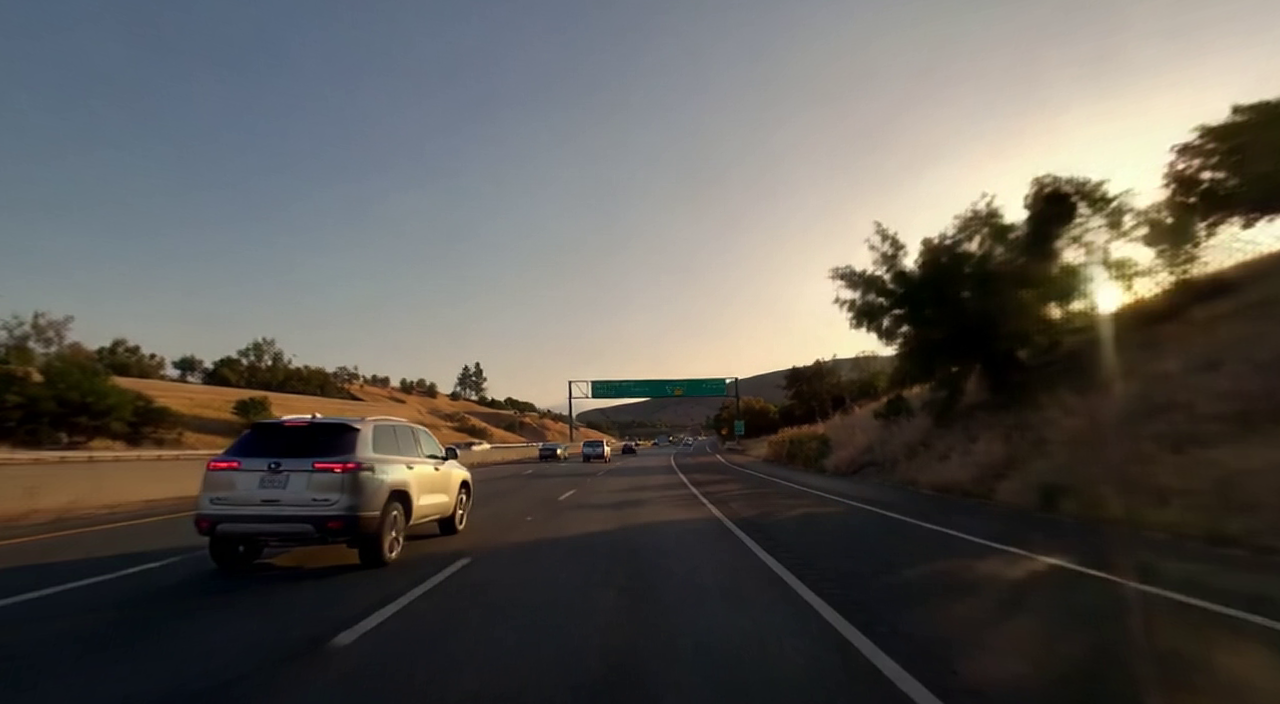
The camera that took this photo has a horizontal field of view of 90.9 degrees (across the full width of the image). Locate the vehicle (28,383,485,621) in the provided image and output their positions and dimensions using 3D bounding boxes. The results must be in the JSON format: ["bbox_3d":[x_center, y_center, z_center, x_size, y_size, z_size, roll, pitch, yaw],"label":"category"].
[{"bbox_3d":[-3.616,1.537,7.415,2.218,1.848,4.789,0,-9,2],"label":"vehicle"}]
